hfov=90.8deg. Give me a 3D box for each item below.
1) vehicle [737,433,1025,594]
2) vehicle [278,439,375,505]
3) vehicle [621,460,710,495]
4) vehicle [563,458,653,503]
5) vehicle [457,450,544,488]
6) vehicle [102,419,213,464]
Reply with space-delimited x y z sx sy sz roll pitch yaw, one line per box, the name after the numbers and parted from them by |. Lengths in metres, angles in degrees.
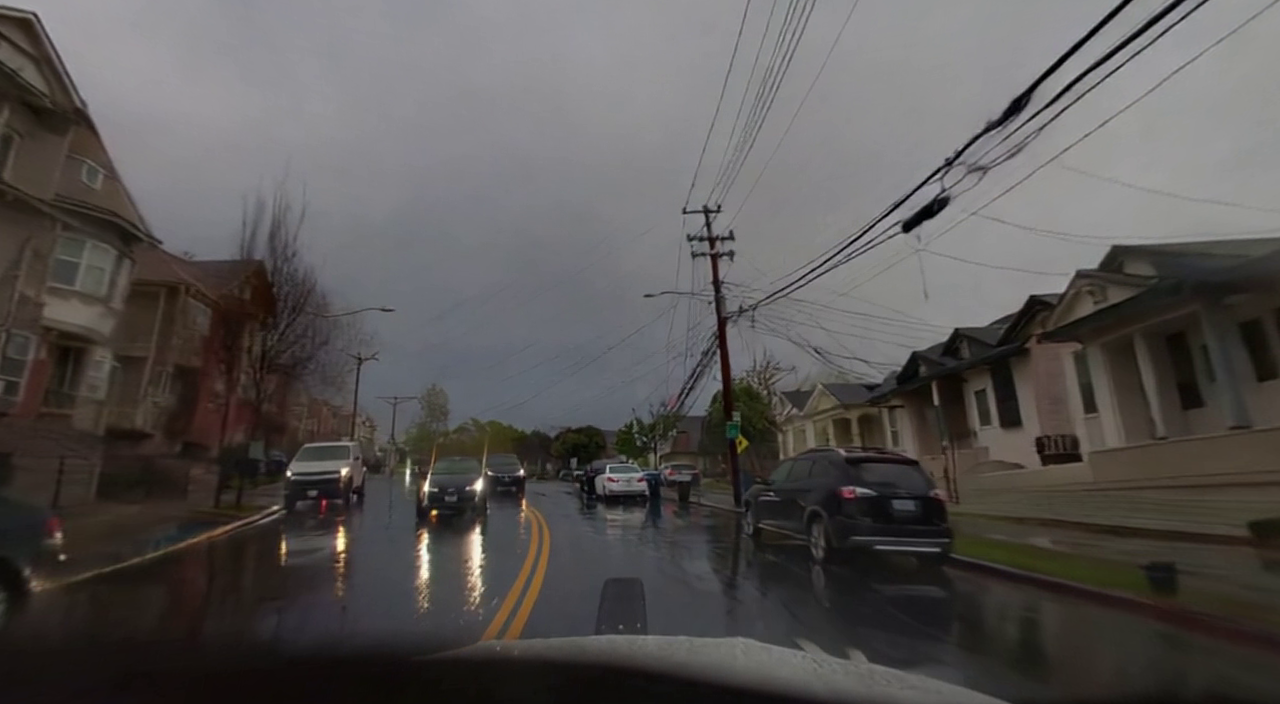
3.082 2.165 9.413 1.994 1.682 4.750 4 -9 -6 | vehicle
-10.135 3.911 20.873 2.378 1.840 5.389 5 -11 -22 | vehicle
1.313 6.317 32.100 4.163 1.586 2.023 6 -11 -36 | vehicle
-1.362 4.983 24.965 1.923 1.531 4.568 5 -10 -25 | vehicle
-8.163 6.726 36.555 2.449 1.869 5.504 14 -15 -38 | vehicle
-24.495 4.630 32.177 4.064 1.569 1.861 19 -24 -41 | vehicle
